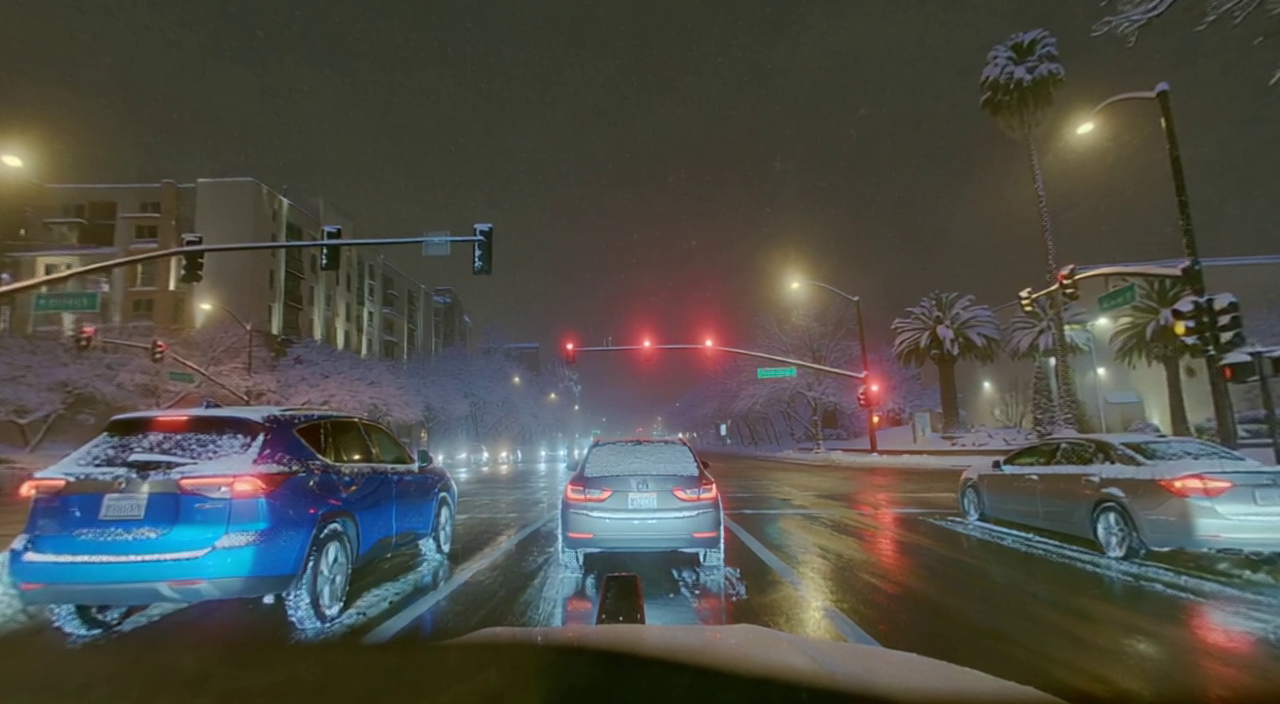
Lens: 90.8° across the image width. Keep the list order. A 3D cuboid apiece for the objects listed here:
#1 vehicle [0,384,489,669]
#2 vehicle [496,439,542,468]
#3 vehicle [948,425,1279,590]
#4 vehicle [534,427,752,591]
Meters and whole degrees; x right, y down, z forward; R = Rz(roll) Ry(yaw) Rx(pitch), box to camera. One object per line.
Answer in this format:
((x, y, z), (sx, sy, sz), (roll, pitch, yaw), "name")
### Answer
((-3.103, 1.369, 6.081), (2.051, 1.682, 4.467), (0, -8, 2), "vehicle")
((-7.953, 6.706, 42.032), (2.130, 1.810, 4.450), (-2, -8, 1), "vehicle")
((6.086, 1.759, 8.085), (1.970, 1.489, 4.482), (0, -8, -1), "vehicle")
((-0.003, 1.705, 7.714), (1.942, 1.445, 3.973), (0, -8, -1), "vehicle")
